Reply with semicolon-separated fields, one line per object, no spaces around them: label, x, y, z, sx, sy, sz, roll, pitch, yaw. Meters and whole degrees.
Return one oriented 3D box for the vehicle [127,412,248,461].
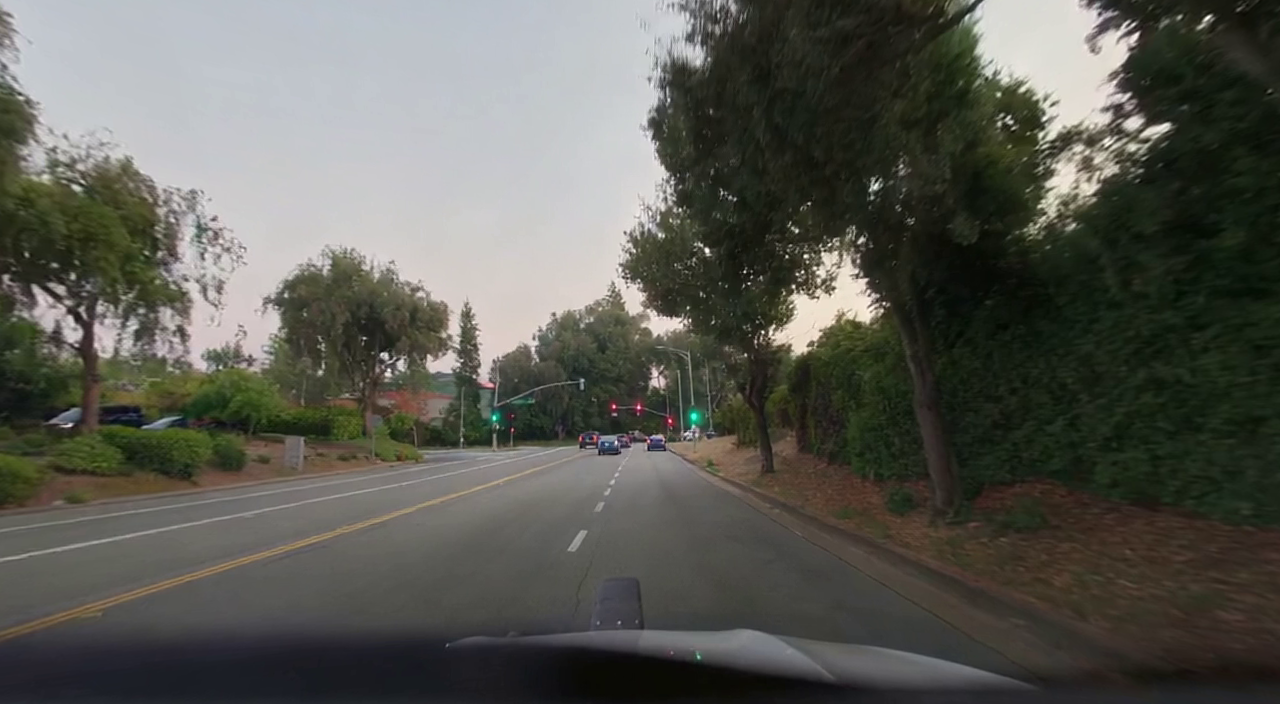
vehicle;-33.519;6.236;46.703;9.036;3.379;2.893;-3;-9;25
